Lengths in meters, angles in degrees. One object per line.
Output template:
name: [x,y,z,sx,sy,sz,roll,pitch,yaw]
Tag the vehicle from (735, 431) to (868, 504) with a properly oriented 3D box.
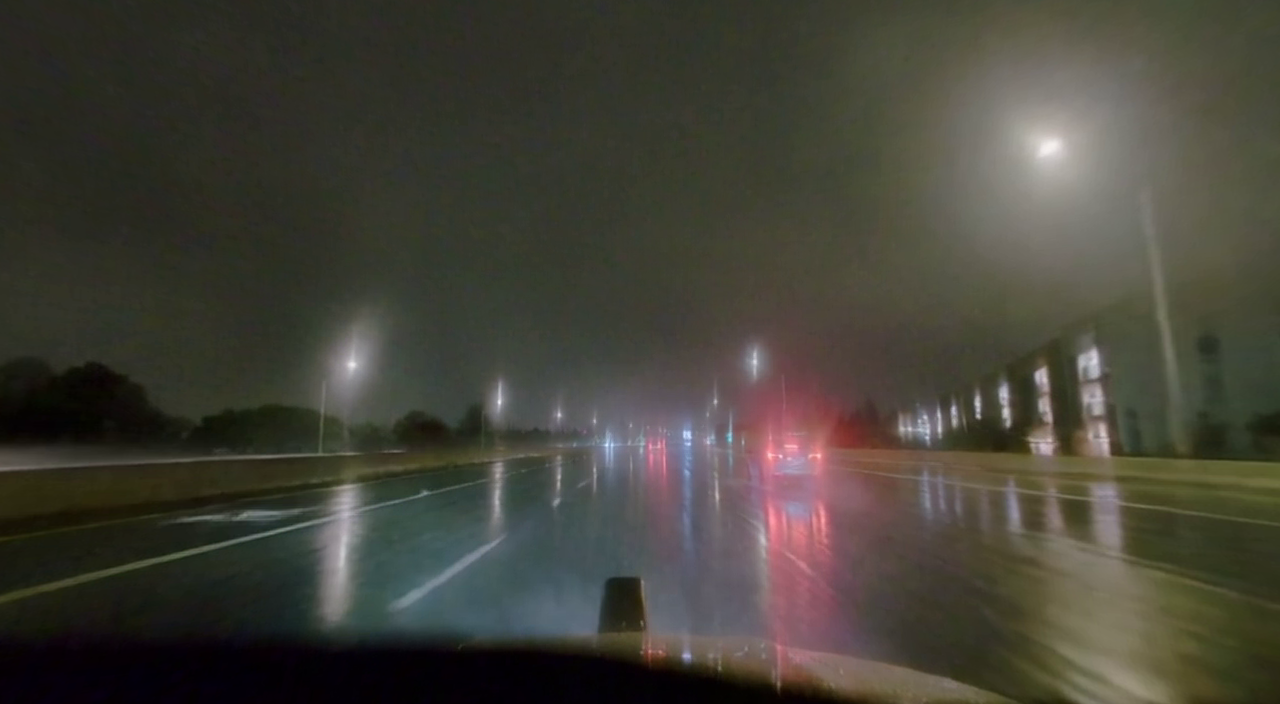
vehicle: [3.701,2.737,15.429,1.999,1.492,4.673,0,-8,0]
